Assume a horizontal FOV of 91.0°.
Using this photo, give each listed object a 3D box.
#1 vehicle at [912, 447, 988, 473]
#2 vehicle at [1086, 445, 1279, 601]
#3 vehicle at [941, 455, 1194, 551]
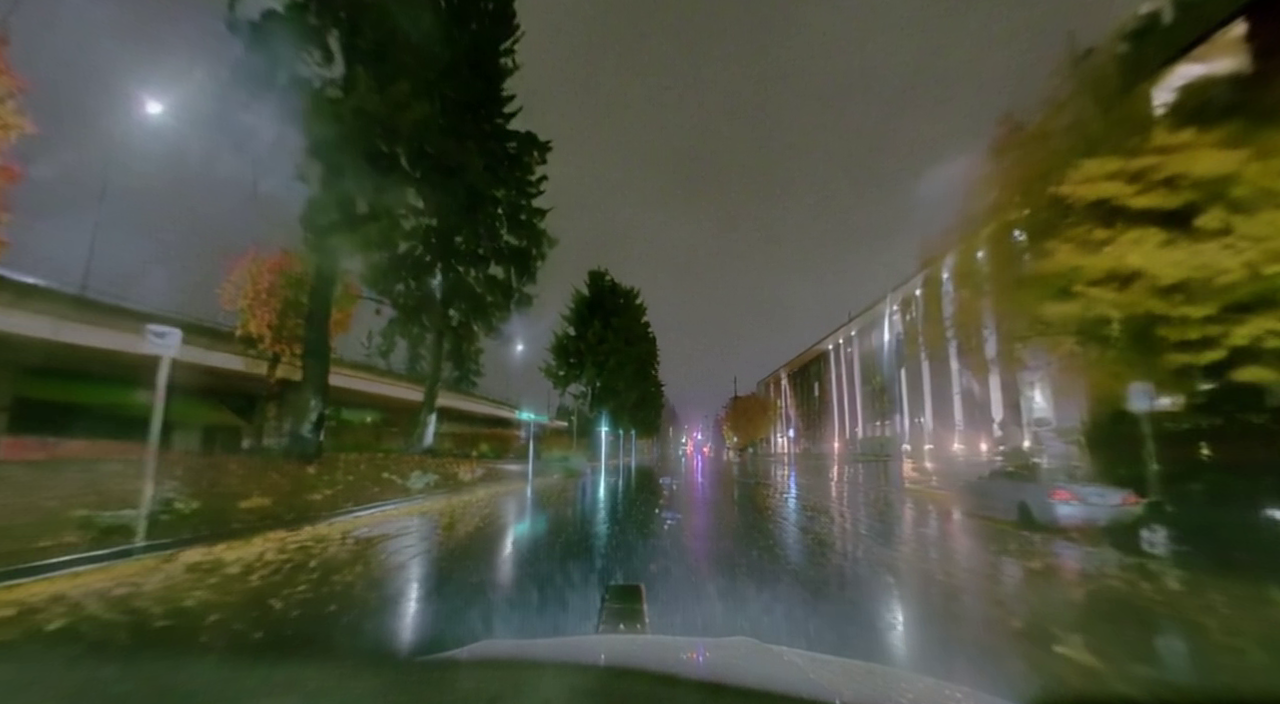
[{"bbox_3d":[21.798,7.580,44.407,2.066,1.654,4.269,6,-10,-35],"label":"vehicle"},{"bbox_3d":[7.929,1.982,7.655,1.954,1.657,4.522,0,-9,5],"label":"vehicle"},{"bbox_3d":[8.358,2.946,13.045,2.067,1.498,4.771,0,-9,3],"label":"vehicle"}]
